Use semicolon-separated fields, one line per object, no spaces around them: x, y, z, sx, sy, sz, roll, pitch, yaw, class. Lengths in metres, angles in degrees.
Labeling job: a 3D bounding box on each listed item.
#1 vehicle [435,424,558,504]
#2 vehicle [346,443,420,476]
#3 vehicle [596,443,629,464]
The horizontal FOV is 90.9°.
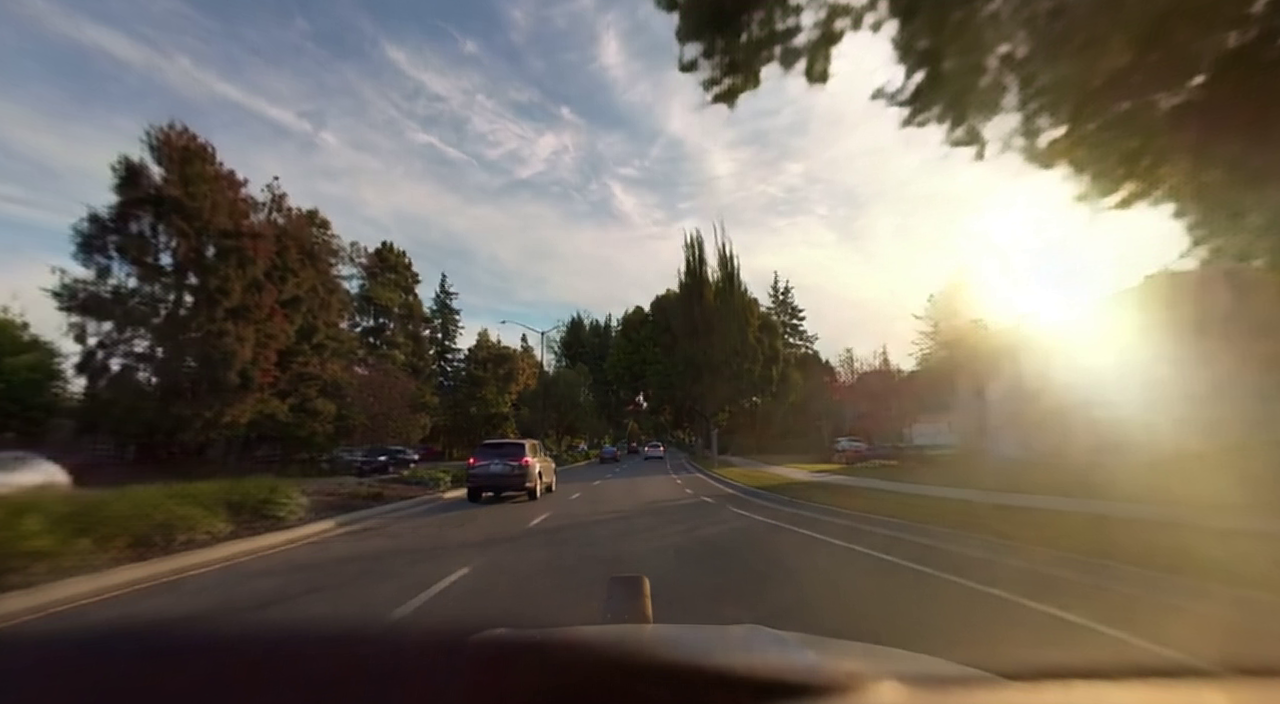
-3.503;2.828;16.360;2.073;1.770;4.302;0;-8;2;vehicle
-14.150;5.924;35.056;2.063;1.715;4.650;0;-8;1;vehicle
-2.024;7.746;48.294;2.119;1.494;4.624;0;-8;2;vehicle
